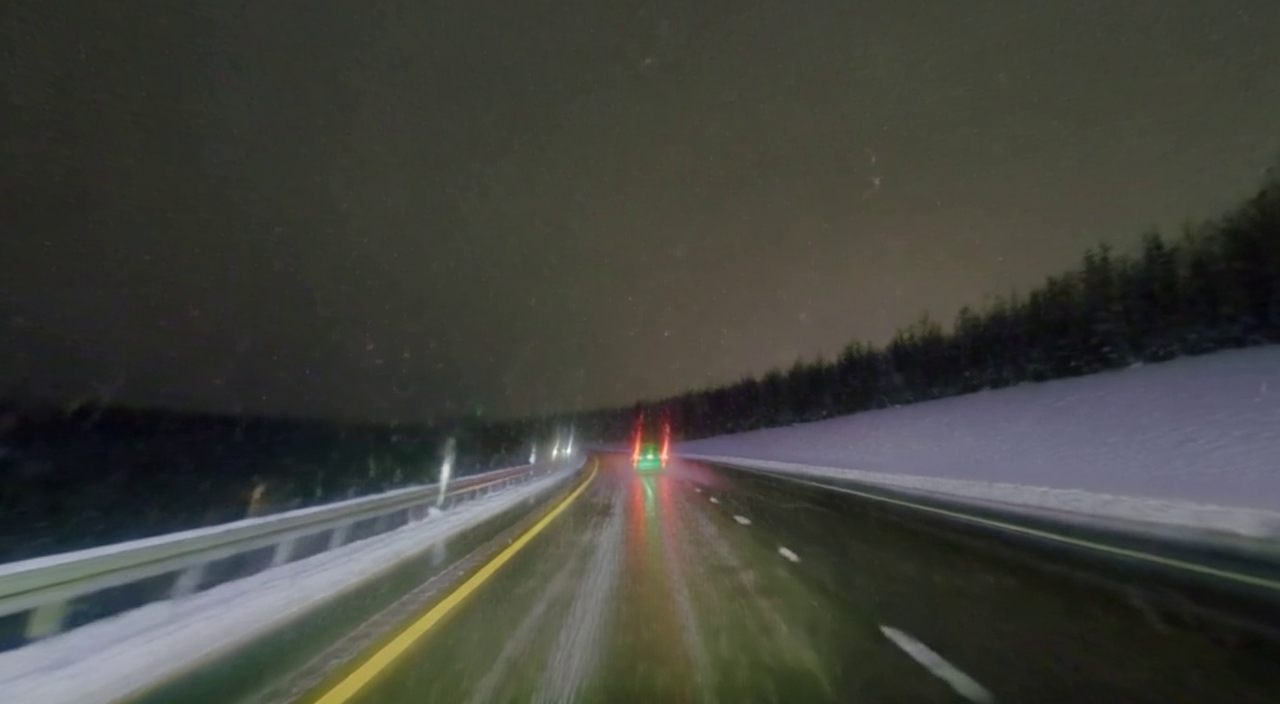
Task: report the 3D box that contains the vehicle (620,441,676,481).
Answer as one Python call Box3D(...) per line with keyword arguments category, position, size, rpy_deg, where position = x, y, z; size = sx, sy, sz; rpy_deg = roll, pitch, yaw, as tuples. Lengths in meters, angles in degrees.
Box3D(category="vehicle", position=(0.245, 4.482, 26.204), size=(2.029, 1.474, 4.183), rpy_deg=(0, -9, -3))
